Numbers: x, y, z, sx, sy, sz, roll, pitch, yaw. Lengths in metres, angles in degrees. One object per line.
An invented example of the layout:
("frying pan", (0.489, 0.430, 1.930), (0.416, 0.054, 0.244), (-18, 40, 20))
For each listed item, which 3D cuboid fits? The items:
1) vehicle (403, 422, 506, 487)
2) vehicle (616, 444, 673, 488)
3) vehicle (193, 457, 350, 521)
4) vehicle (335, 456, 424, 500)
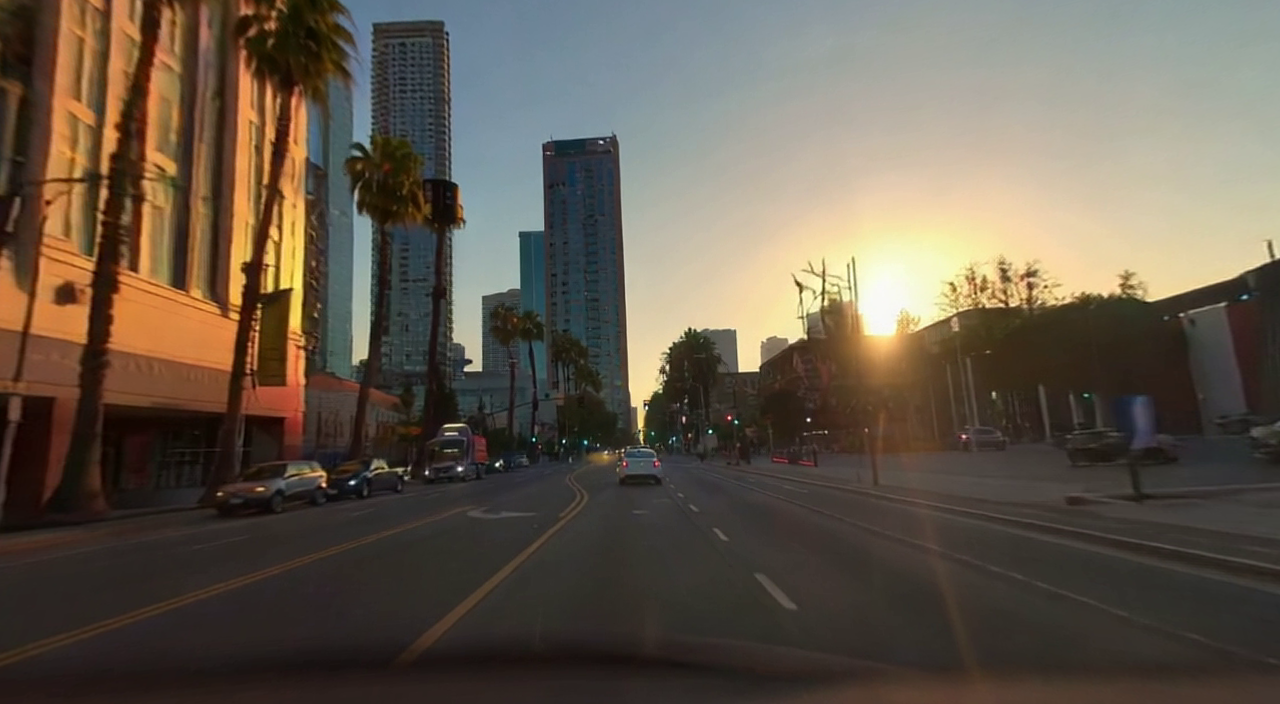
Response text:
("vehicle", (-12.028, 6.838, 42.424), (3.058, 3.443, 12.503), (-5, -9, 0))
("vehicle", (0.176, 4.604, 25.735), (2.145, 1.632, 3.972), (0, -9, 1))
("vehicle", (-12.228, 4.520, 21.391), (2.308, 1.839, 4.793), (-1, -9, 2))
("vehicle", (-12.006, 5.779, 29.394), (1.981, 1.803, 4.835), (0, -9, 1))
